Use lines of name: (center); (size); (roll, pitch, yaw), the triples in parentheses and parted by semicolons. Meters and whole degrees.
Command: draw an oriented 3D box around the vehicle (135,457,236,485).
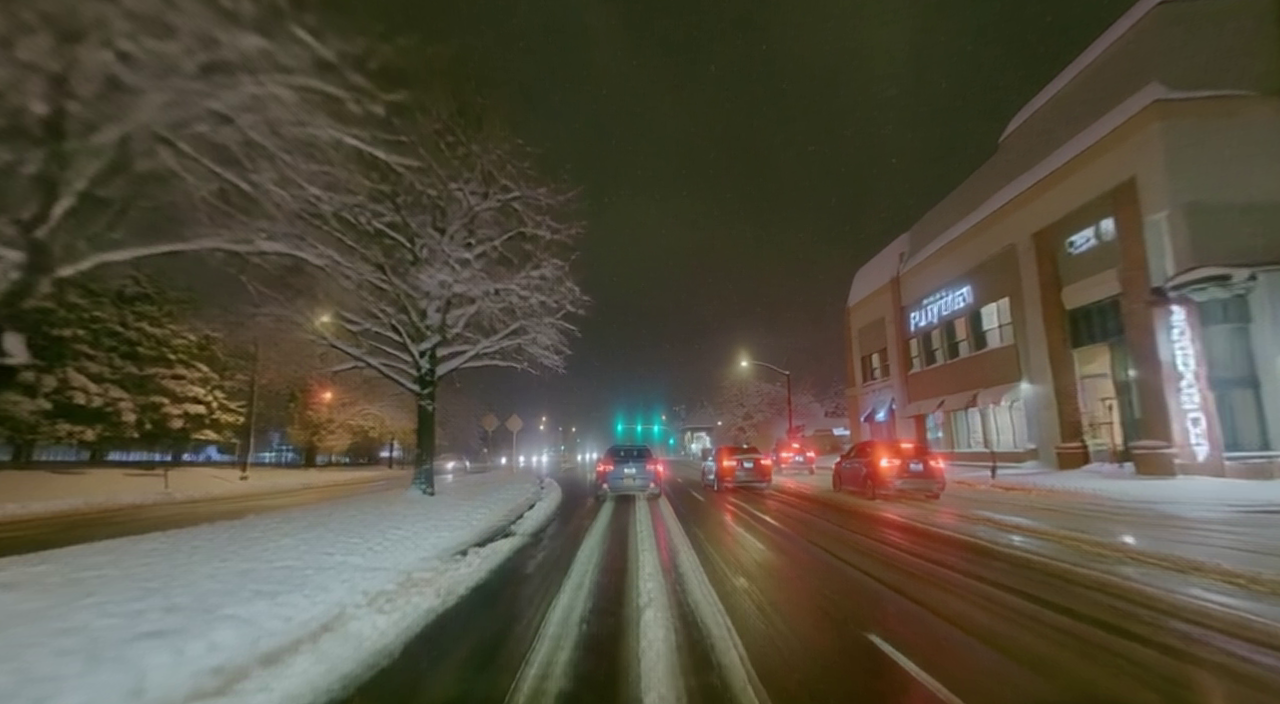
vehicle: (-27.929, 7.311, 38.908); (4.640, 1.640, 2.026); (-1, -9, 1)

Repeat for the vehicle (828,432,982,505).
vehicle: (7.007, 3.139, 17.436); (2.052, 1.708, 4.842); (0, -9, -1)

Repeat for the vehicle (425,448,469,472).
vehicle: (-13.390, 7.515, 44.076); (1.934, 1.491, 3.684); (-1, -8, 0)

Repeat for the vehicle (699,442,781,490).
vehicle: (3.314, 3.878, 21.846); (1.993, 1.477, 4.240); (0, -9, -2)

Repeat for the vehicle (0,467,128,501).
vehicle: (-28.150, 6.399, 30.796); (4.693, 1.499, 1.838); (0, -9, 0)

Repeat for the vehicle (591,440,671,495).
vehicle: (-0.326, 3.402, 18.939); (2.101, 1.444, 4.248); (0, -9, -2)

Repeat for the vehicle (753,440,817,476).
vehicle: (7.238, 5.354, 32.026); (2.025, 1.666, 4.448); (0, -9, -2)
